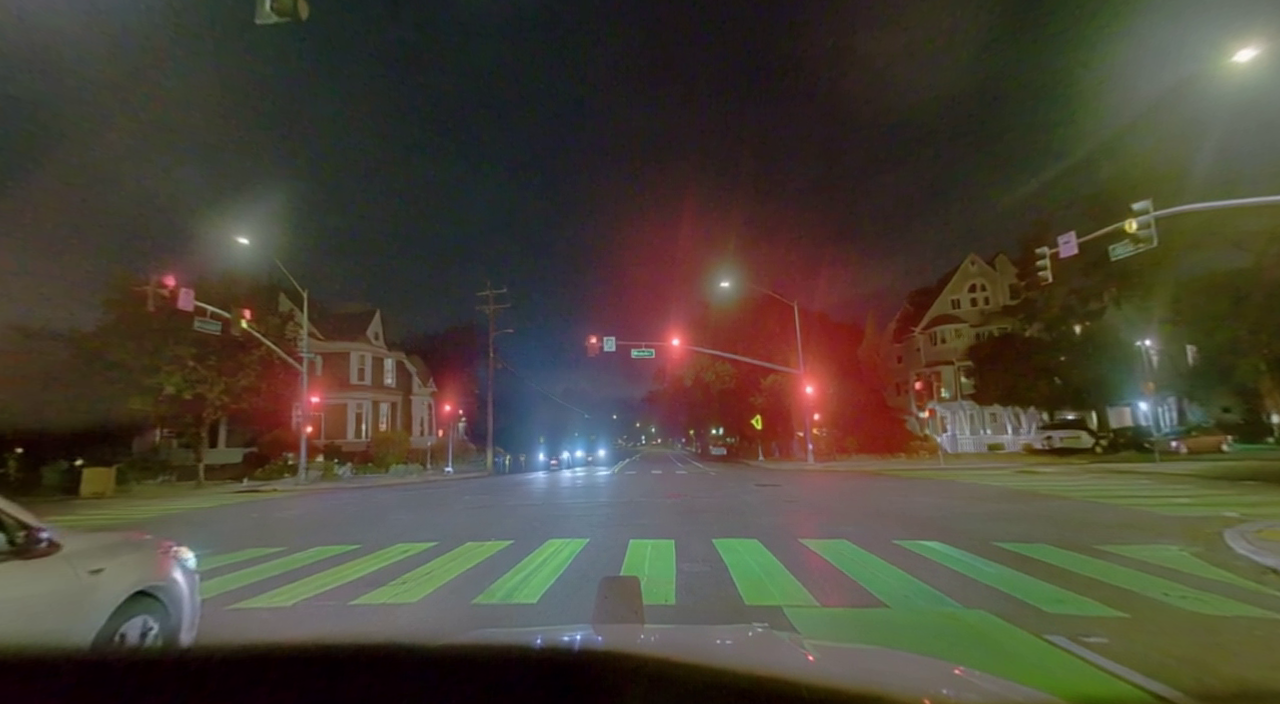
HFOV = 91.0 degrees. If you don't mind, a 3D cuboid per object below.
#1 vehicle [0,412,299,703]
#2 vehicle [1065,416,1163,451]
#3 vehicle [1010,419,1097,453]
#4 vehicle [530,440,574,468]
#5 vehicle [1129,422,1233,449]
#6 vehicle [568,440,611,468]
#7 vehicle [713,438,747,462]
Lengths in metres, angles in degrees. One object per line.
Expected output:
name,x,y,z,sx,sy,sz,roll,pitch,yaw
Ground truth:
vehicle,-3.403,0.929,2.012,1.904,1.489,4.746,0,-8,1
vehicle,26.444,4.633,35.340,2.033,1.821,4.542,0,-8,1
vehicle,23.270,4.804,35.695,1.964,1.759,4.583,-1,-8,3
vehicle,-5.585,6.554,40.521,1.982,1.686,4.195,-1,-8,4
vehicle,30.240,4.743,35.406,1.837,1.396,4.695,-1,-8,3
vehicle,-2.862,5.898,36.552,1.982,1.472,4.103,-1,-8,2
vehicle,6.291,6.890,44.379,1.891,1.584,3.802,0,-8,1
